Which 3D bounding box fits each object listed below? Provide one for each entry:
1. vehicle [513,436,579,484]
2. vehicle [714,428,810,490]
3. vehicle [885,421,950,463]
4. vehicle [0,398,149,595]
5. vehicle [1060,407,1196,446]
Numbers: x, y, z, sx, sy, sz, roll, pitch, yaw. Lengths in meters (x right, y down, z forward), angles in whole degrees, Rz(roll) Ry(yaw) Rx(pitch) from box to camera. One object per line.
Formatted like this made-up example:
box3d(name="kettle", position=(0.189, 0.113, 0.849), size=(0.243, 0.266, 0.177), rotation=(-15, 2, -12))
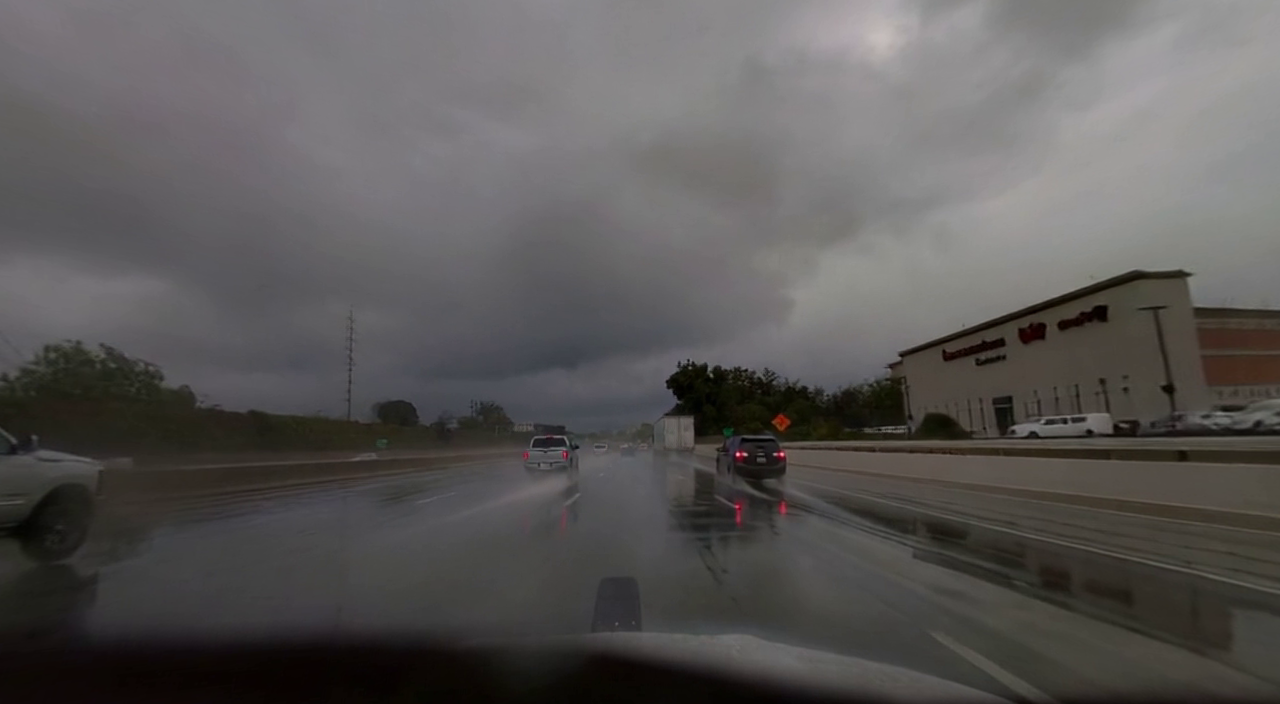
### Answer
box3d(name="vehicle", position=(-3.686, 4.337, 25.631), size=(1.987, 1.765, 4.508), rotation=(0, -8, 0))
box3d(name="vehicle", position=(3.931, 3.541, 21.202), size=(2.198, 1.807, 4.530), rotation=(0, -8, -1))
box3d(name="vehicle", position=(19.662, 6.448, 44.995), size=(2.417, 2.793, 4.485), rotation=(0, -9, -1))
box3d(name="vehicle", position=(-7.047, 1.191, 4.804), size=(2.129, 1.813, 5.525), rotation=(0, -8, 0))
box3d(name="vehicle", position=(29.636, 4.624, 38.607), size=(5.997, 2.075, 2.388), rotation=(-3, -9, 10))
